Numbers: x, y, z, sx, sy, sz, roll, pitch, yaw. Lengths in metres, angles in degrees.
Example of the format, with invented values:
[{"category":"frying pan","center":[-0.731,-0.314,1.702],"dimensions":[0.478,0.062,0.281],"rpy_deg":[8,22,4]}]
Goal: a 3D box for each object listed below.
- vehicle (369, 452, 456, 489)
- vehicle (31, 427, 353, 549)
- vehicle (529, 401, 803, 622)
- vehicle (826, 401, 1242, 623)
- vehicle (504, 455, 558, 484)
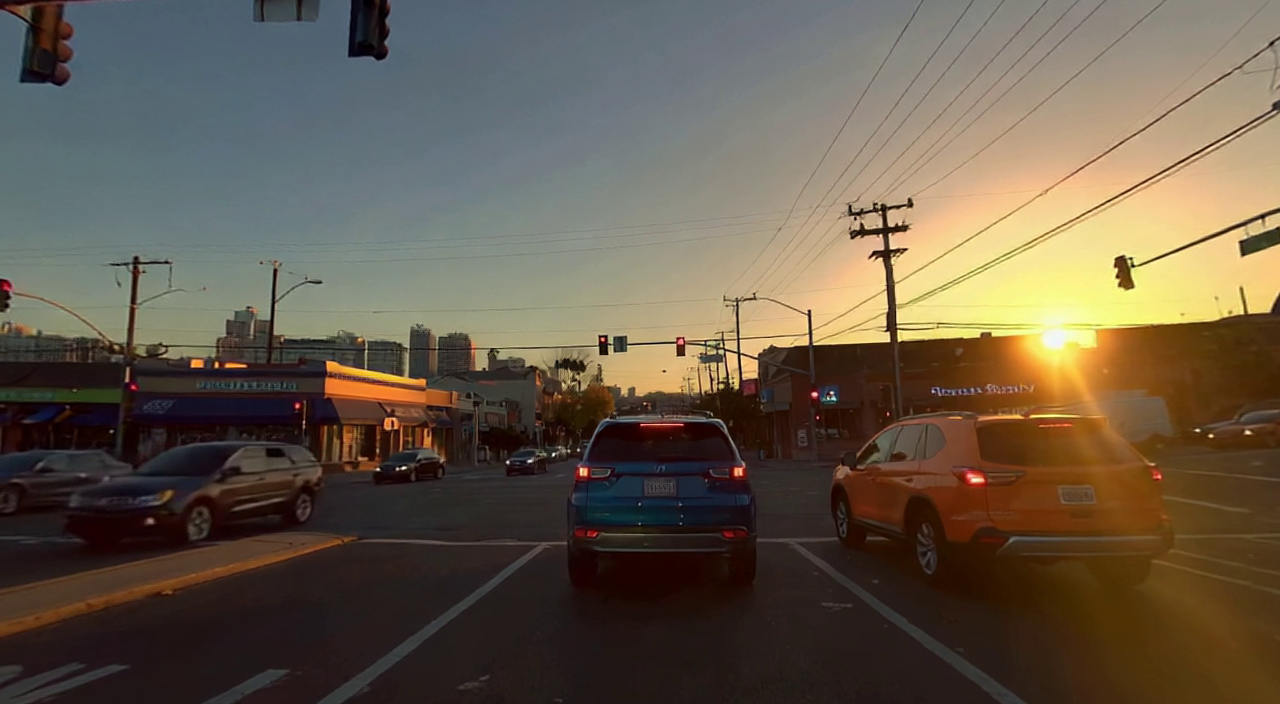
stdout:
[{"category":"vehicle","center":[-10.456,5.454,29.428],"dimensions":[1.958,1.493,4.795],"rpy_deg":[-1,-8,5]},{"category":"vehicle","center":[-7.772,2.383,11.863],"dimensions":[2.176,1.766,5.042],"rpy_deg":[-1,-8,3]},{"category":"vehicle","center":[0.252,1.506,6.822],"dimensions":[2.098,1.682,3.778],"rpy_deg":[0,-8,2]},{"category":"vehicle","center":[3.606,1.519,6.953],"dimensions":[1.976,1.664,4.189],"rpy_deg":[-1,-8,2]},{"category":"vehicle","center":[-6.110,6.618,35.876],"dimensions":[1.924,1.453,4.343],"rpy_deg":[-1,-8,5]}]
